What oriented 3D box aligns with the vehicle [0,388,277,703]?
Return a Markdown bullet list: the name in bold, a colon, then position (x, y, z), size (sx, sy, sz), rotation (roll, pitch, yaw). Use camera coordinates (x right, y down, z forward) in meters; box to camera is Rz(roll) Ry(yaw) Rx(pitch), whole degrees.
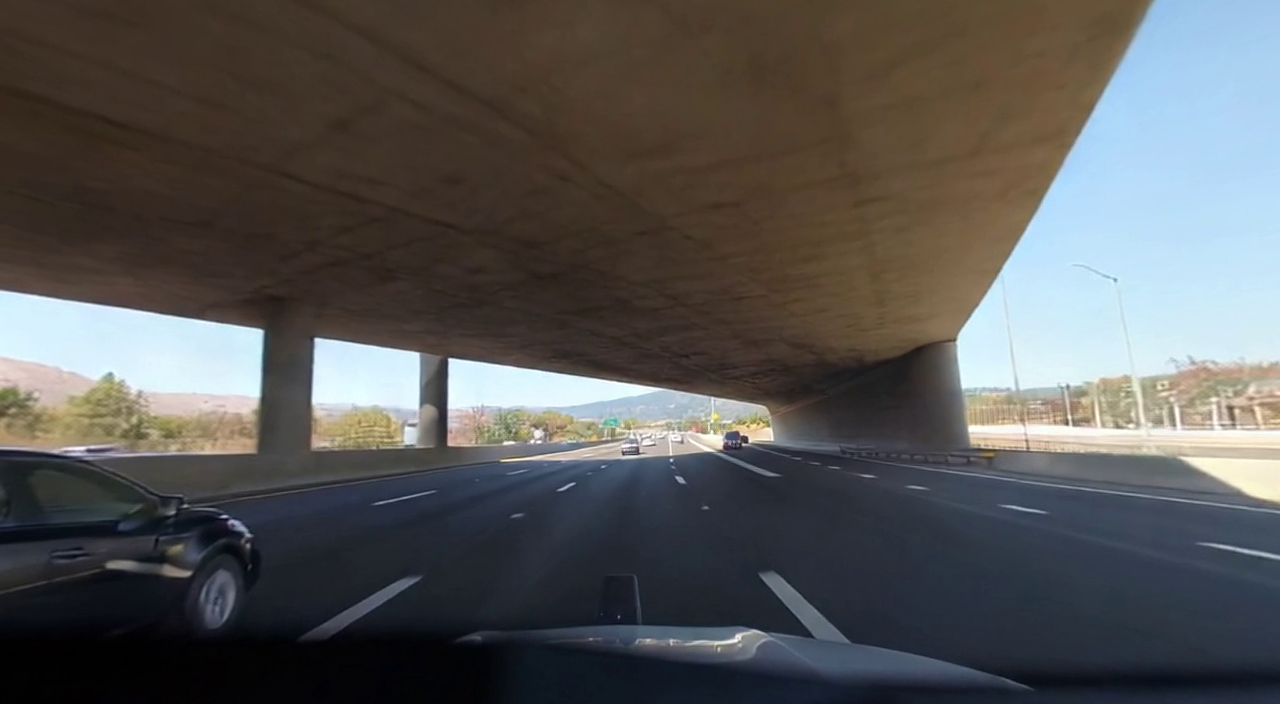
- **vehicle**: position (-3.760, 0.862, 2.201), size (1.984, 1.553, 5.065), rotation (0, -9, 0)
